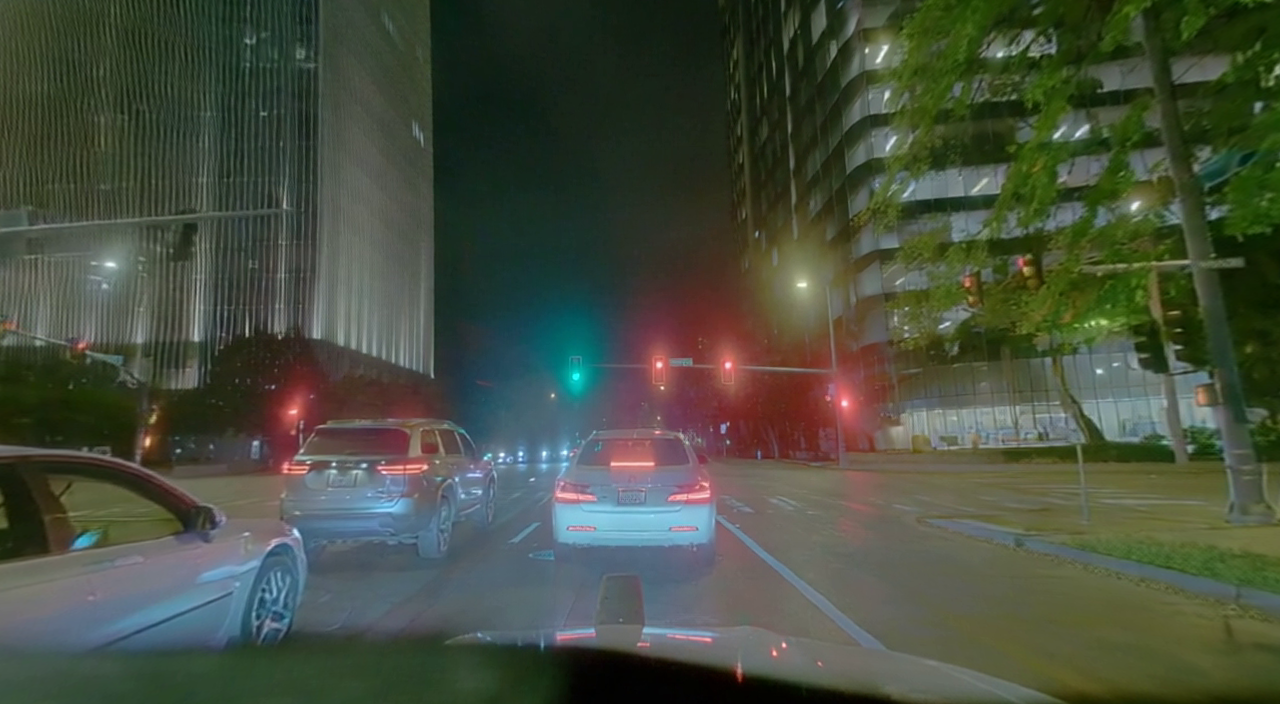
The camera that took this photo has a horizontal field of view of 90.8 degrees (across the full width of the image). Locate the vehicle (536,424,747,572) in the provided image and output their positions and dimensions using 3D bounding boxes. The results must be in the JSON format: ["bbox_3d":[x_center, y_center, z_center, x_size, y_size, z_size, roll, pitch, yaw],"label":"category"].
[{"bbox_3d":[0.017,1.811,8.554,2.190,1.522,3.850,0,-8,0],"label":"vehicle"}]

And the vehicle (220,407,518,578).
[{"bbox_3d":[-3.185,1.753,8.698,2.081,1.719,4.434,0,-8,0],"label":"vehicle"}]
